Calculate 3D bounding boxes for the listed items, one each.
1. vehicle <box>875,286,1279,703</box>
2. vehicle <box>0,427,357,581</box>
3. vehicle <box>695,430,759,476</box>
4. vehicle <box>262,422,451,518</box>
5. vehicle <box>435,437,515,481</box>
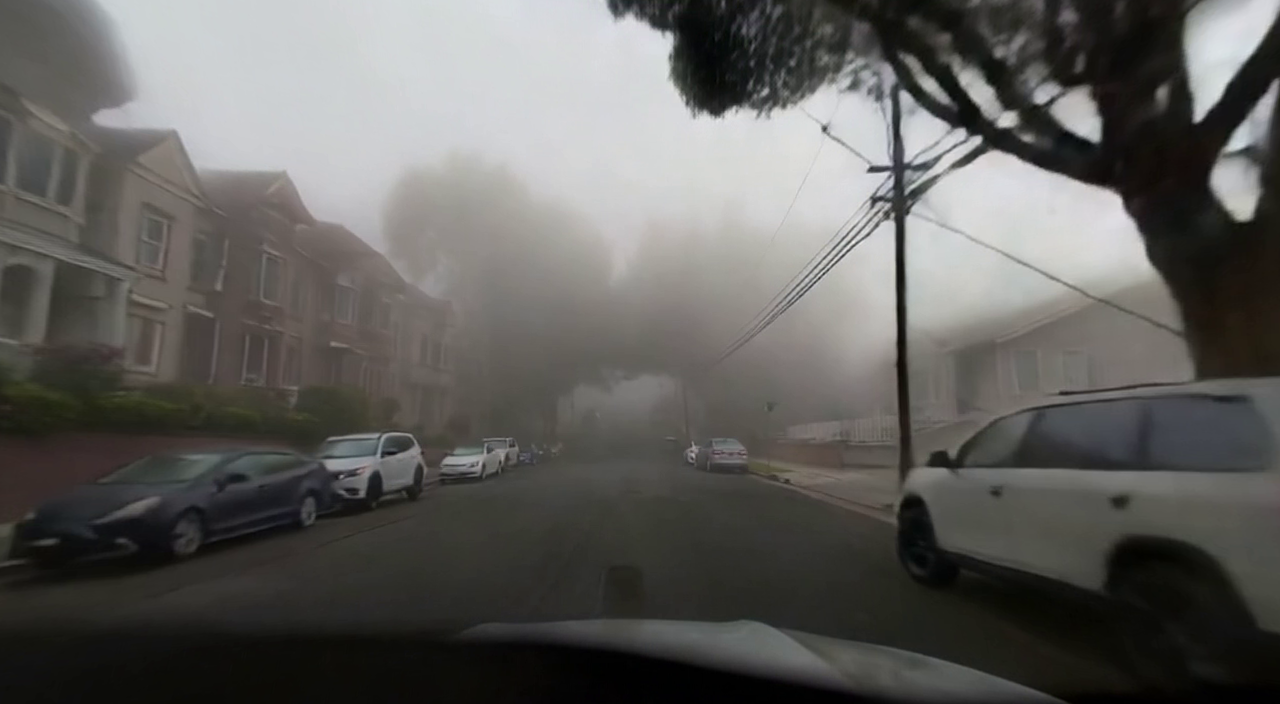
[{"bbox_3d":[3.633,0.981,4.282,2.158,1.977,4.750,0,-8,-1],"label":"vehicle"},{"bbox_3d":[-5.795,1.814,8.475,1.998,1.485,4.476,0,-8,-1],"label":"vehicle"},{"bbox_3d":[3.545,4.191,26.526,1.952,1.738,4.518,0,-8,-1],"label":"vehicle"},{"bbox_3d":[-5.710,2.425,13.514,1.958,1.682,4.536,0,-8,-1],"label":"vehicle"},{"bbox_3d":[-5.984,3.921,23.451,2.003,1.489,4.051,0,-8,-2],"label":"vehicle"}]
